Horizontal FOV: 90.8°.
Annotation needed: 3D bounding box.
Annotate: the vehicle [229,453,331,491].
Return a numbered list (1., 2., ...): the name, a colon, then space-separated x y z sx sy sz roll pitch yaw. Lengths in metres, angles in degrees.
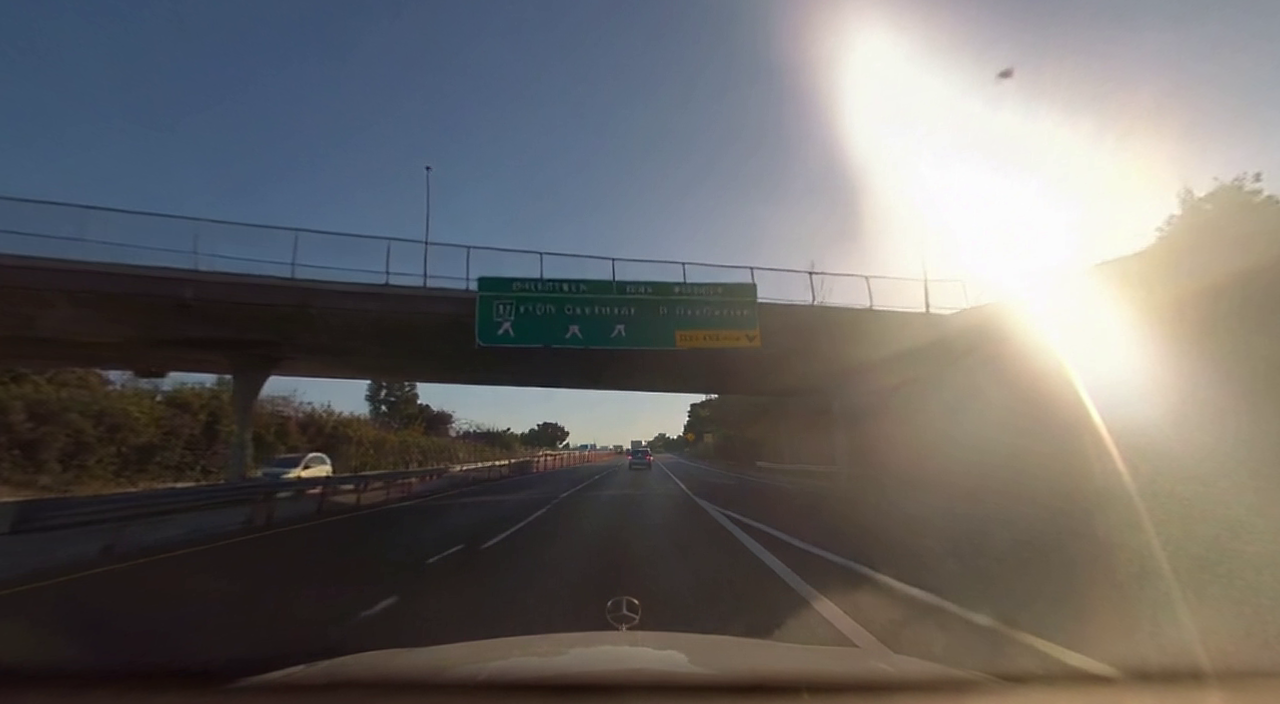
1. vehicle: -15.721 5.232 27.875 1.913 1.507 4.426 0 -9 0

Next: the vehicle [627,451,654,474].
1. vehicle: 0.066 7.184 41.208 1.695 1.437 3.506 0 -9 1
